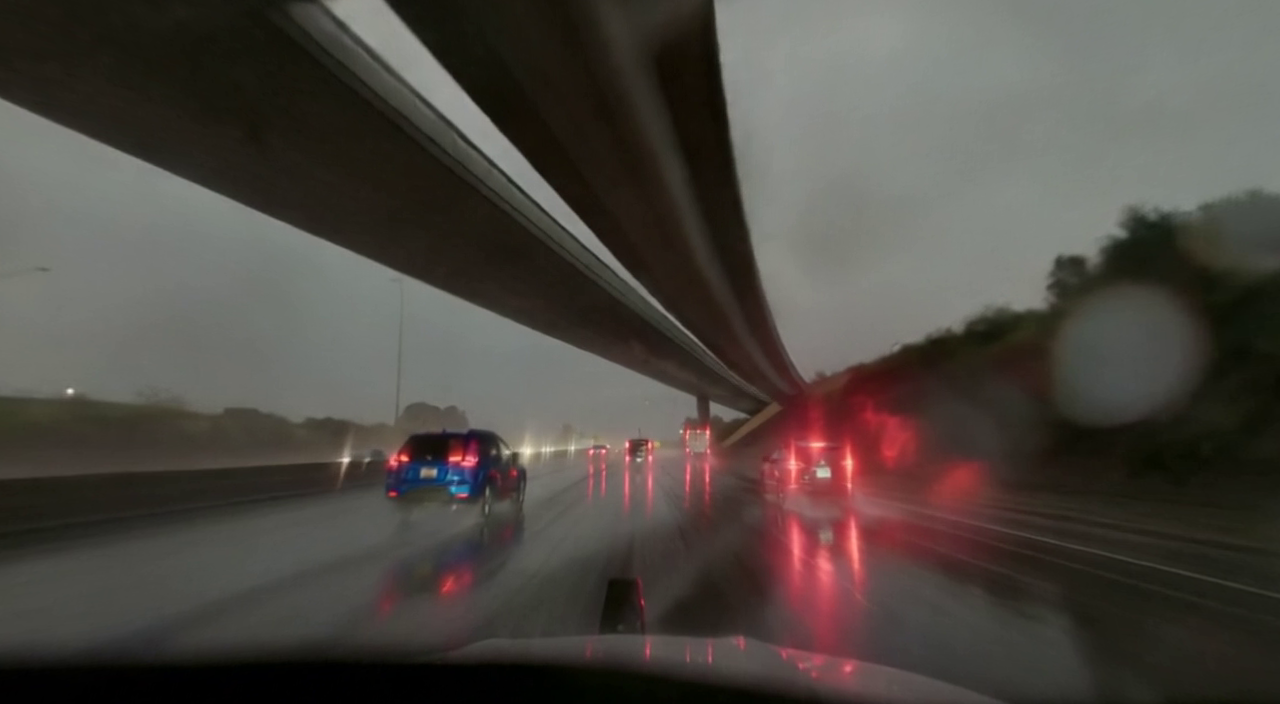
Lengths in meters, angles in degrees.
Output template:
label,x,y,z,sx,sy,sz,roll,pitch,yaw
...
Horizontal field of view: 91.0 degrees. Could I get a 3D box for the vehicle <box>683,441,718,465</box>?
label,x,y,z,sx,sy,sz,roll,pitch,yaw
vehicle,4.611,7.818,48.818,2.231,1.807,4.588,0,-9,0

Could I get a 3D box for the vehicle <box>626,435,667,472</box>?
label,x,y,z,sx,sy,sz,roll,pitch,yaw
vehicle,0.365,5.744,35.745,2.155,1.909,4.529,0,-9,0

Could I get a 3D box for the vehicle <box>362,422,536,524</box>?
label,x,y,z,sx,sy,sz,roll,pitch,yaw
vehicle,-3.685,2.438,13.196,2.089,1.751,4.515,0,-9,2

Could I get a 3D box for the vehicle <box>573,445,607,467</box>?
label,x,y,z,sx,sy,sz,roll,pitch,yaw
vehicle,-3.553,7.468,45.316,1.994,1.475,4.171,0,-9,1

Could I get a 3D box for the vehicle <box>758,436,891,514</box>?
label,x,y,z,sx,sy,sz,roll,pitch,yaw
vehicle,4.066,2.765,14.600,1.959,1.554,3.795,0,-9,1
